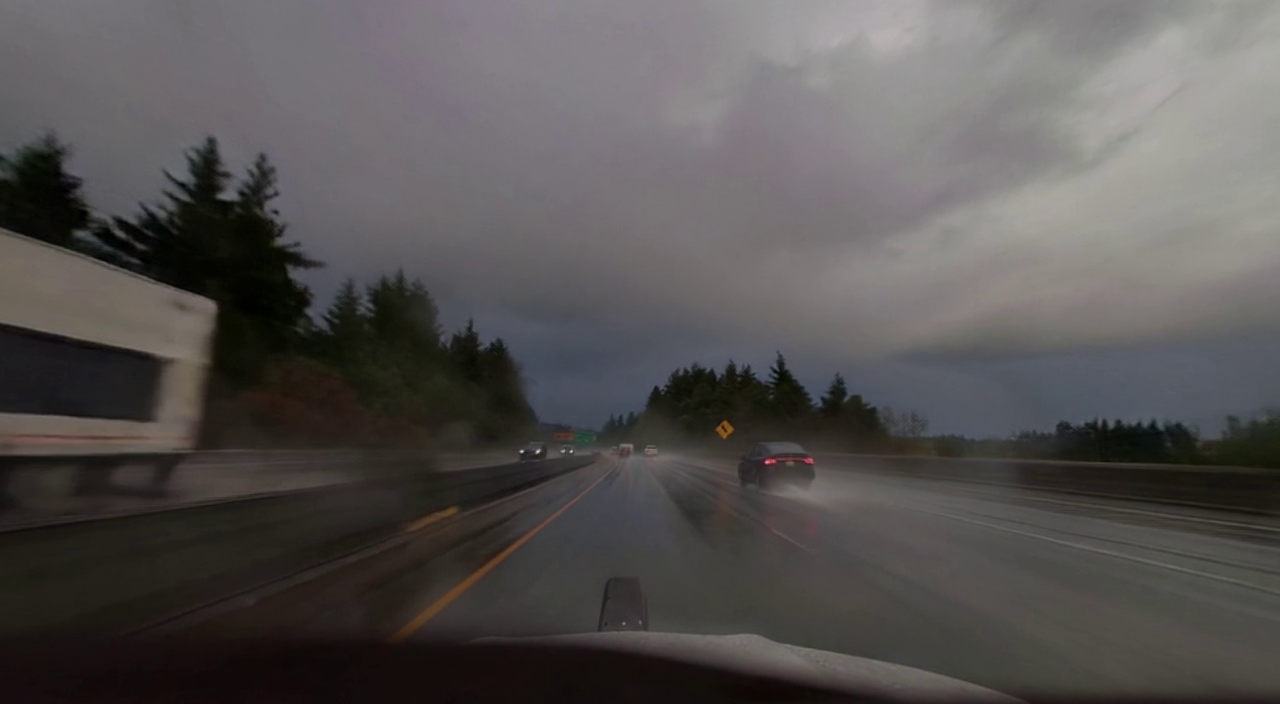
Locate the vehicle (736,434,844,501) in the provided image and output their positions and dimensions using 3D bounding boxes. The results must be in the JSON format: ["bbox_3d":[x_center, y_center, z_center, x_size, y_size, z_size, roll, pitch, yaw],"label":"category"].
[{"bbox_3d":[4.127,3.240,18.113,1.933,1.663,4.440,0,-9,-1],"label":"vehicle"}]
